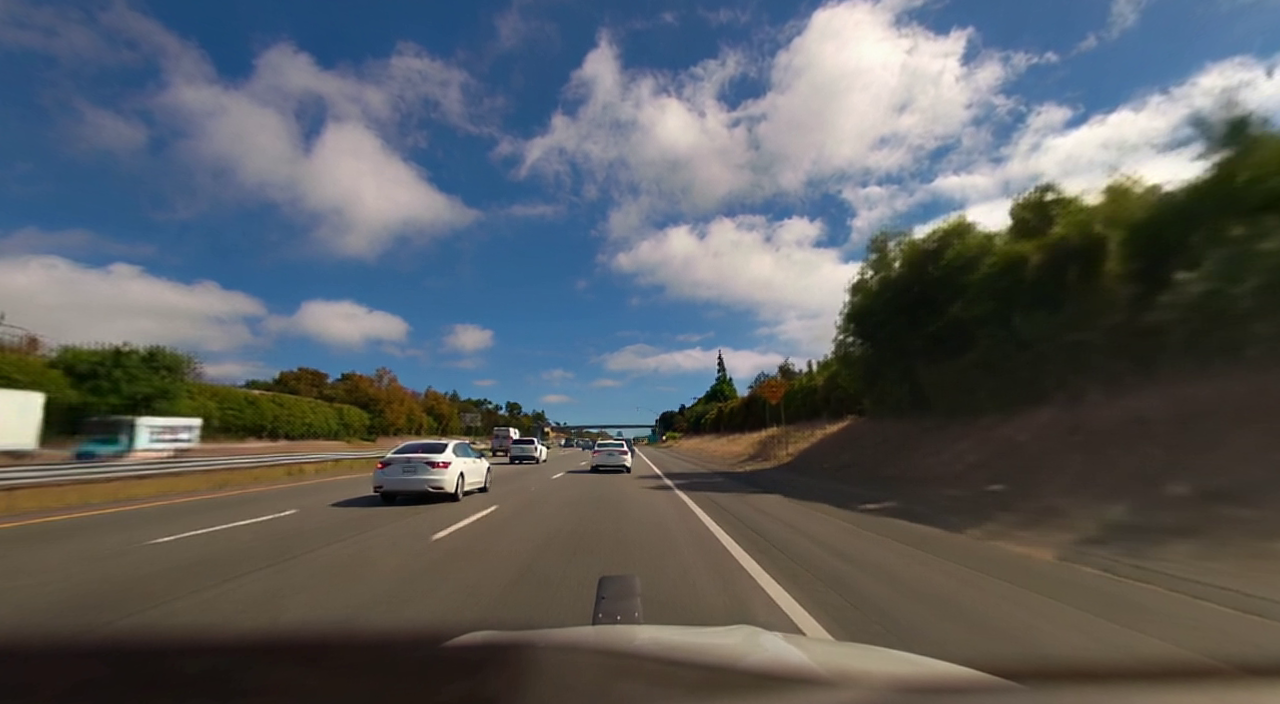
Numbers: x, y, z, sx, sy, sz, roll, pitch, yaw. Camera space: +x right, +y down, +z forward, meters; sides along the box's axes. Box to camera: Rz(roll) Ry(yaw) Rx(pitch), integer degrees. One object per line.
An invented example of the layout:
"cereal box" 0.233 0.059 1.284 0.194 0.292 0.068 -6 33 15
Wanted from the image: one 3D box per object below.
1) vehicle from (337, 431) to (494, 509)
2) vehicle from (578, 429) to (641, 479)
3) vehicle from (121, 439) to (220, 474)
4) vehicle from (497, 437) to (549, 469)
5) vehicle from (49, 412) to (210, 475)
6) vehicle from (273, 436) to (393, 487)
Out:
"vehicle" -4.802 2.553 14.241 1.971 1.464 4.386 0 -8 0
"vehicle" -1.110 3.750 23.464 2.178 1.658 3.916 0 -8 -2
"vehicle" -22.080 4.879 29.760 1.759 1.510 3.857 0 -8 -2
"vehicle" -5.611 4.877 30.580 1.835 1.432 3.835 0 -8 -1
"vehicle" -26.326 4.741 32.967 2.611 2.933 6.960 0 -8 -1
"vehicle" -9.522 3.384 19.890 1.850 1.439 3.932 0 -8 -1
